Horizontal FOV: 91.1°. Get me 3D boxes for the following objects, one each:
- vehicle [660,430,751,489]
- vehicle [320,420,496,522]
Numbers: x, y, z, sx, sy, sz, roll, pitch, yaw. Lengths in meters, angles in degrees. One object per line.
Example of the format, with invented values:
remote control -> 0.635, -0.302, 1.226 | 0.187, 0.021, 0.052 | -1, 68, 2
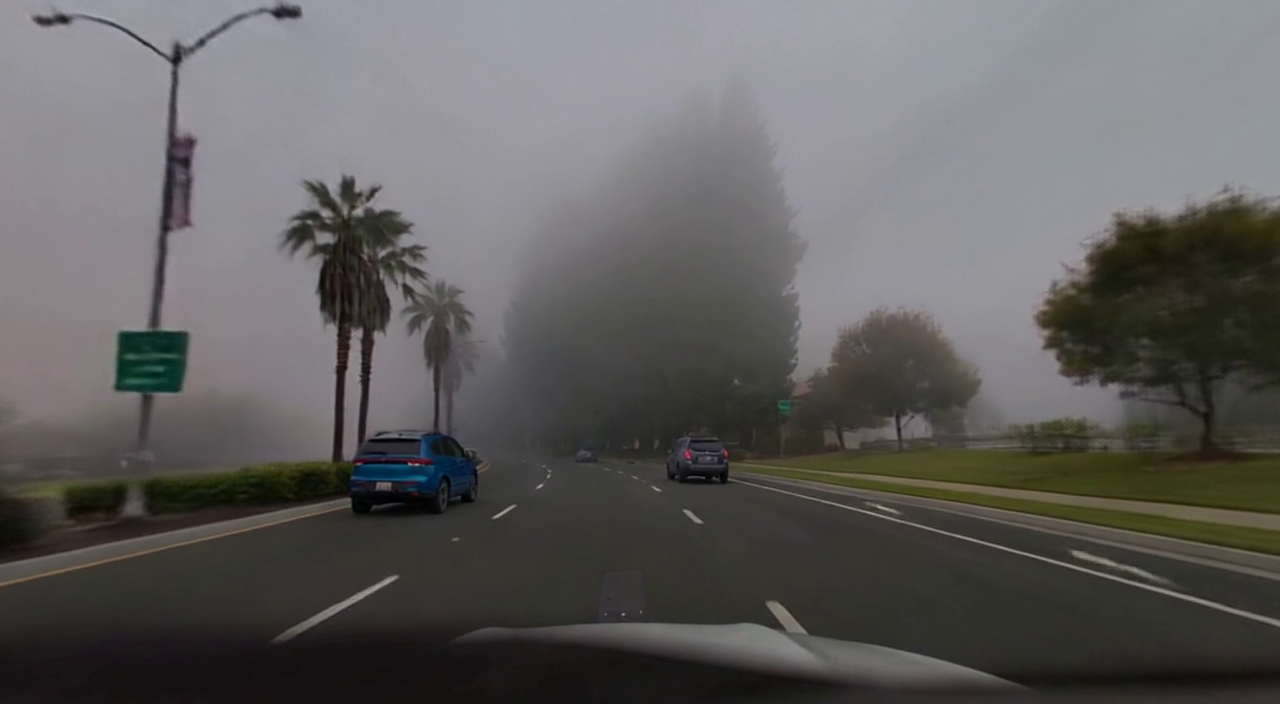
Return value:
vehicle -> 2.126, 3.719, 22.011 | 2.195, 1.804, 4.658 | 1, -9, -7
vehicle -> -4.622, 2.452, 13.493 | 2.150, 1.768, 4.868 | 1, -9, -3
